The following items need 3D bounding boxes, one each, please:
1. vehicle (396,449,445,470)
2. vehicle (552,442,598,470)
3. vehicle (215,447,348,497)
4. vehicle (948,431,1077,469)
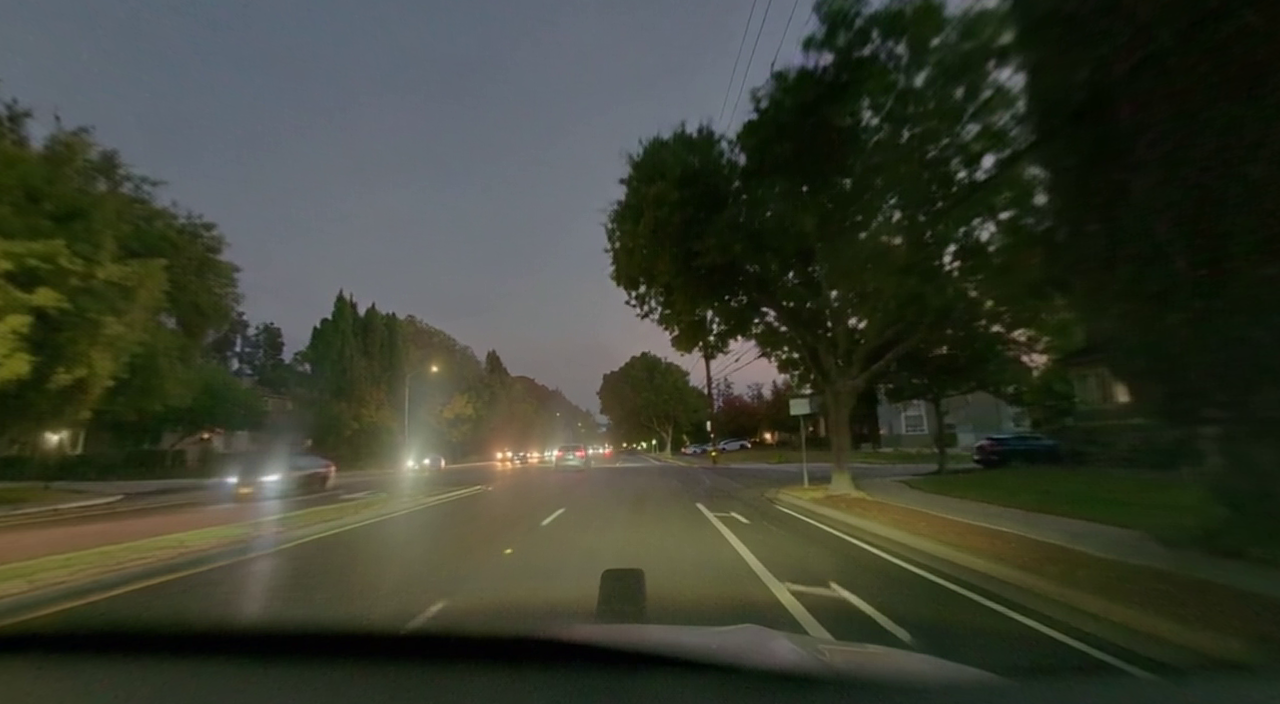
[{"bbox_3d":[-16.365,8.010,47.239,1.937,1.480,4.755,0,-8,-1],"label":"vehicle"},{"bbox_3d":[-3.573,5.790,35.345,2.084,1.466,4.522,0,-8,0],"label":"vehicle"},{"bbox_3d":[-12.042,4.029,21.604,1.970,1.496,4.512,0,-8,-1],"label":"vehicle"},{"bbox_3d":[18.035,4.758,30.670,4.904,1.735,2.270,1,-8,-6],"label":"vehicle"}]
